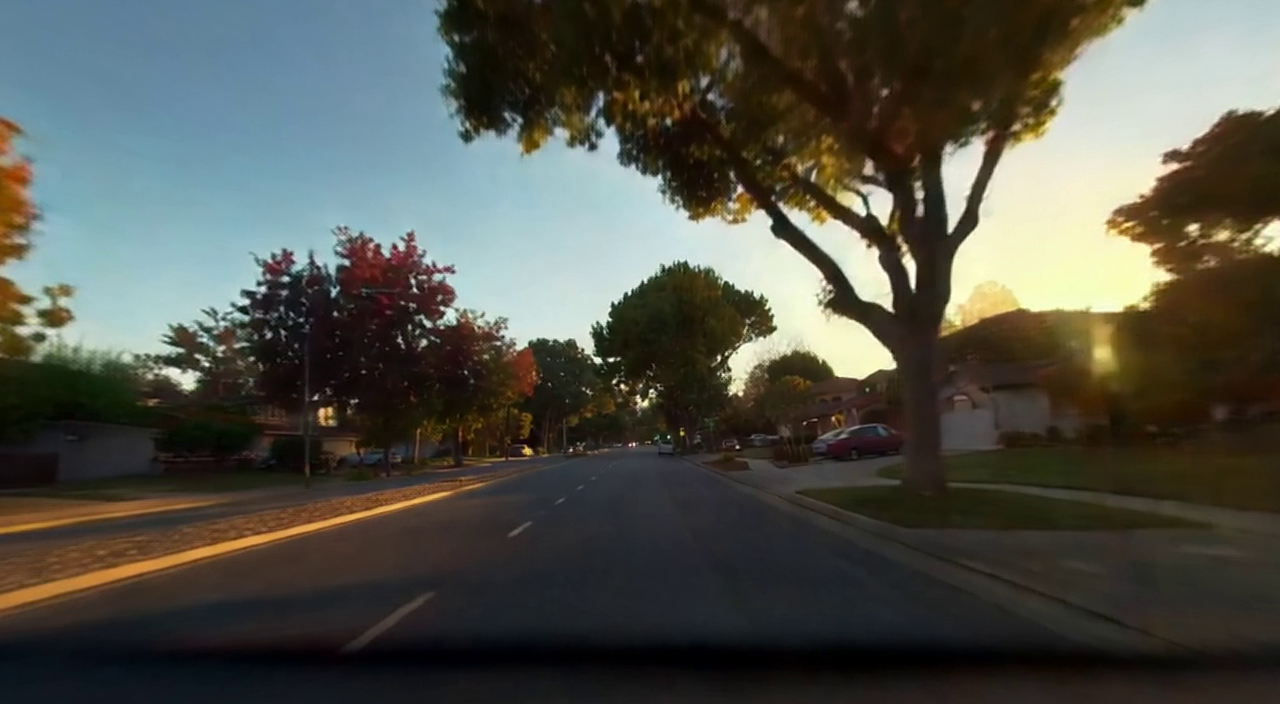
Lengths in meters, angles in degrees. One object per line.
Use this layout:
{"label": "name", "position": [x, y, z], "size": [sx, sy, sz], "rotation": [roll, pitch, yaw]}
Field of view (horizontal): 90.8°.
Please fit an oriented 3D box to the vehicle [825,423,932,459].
{"label": "vehicle", "position": [11.785, 4.440, 31.469], "size": [4.545, 1.680, 2.001], "rotation": [-1, -8, 4]}
